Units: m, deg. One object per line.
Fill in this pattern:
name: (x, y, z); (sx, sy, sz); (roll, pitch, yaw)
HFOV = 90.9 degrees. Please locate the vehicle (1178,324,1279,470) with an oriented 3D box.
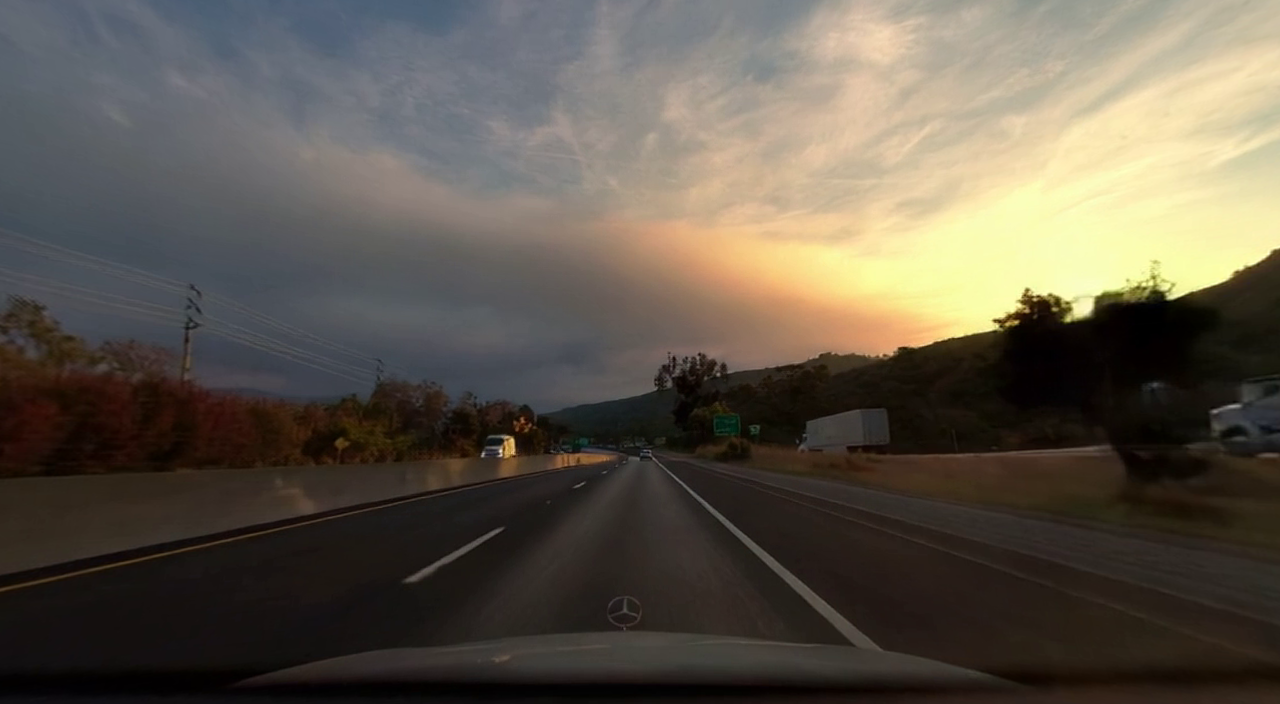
vehicle: (20.377, 1.347, 18.727); (2.928, 4.284, 6.301); (0, -9, 0)
